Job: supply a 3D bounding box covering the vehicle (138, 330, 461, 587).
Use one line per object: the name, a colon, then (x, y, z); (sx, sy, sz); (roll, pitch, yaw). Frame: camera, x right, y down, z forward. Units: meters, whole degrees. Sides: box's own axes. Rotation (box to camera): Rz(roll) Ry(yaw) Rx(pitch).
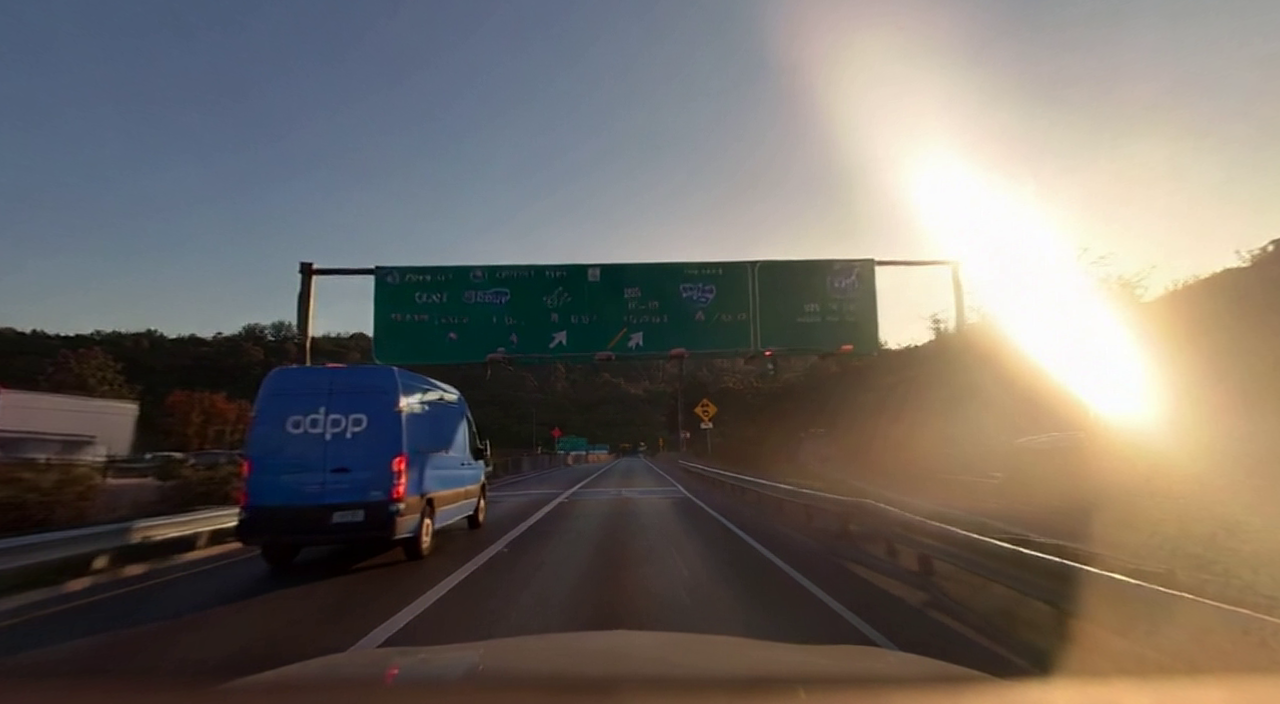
vehicle: (-4.526, 1.634, 10.153); (2.463, 2.640, 7.034); (2, -9, -11)
